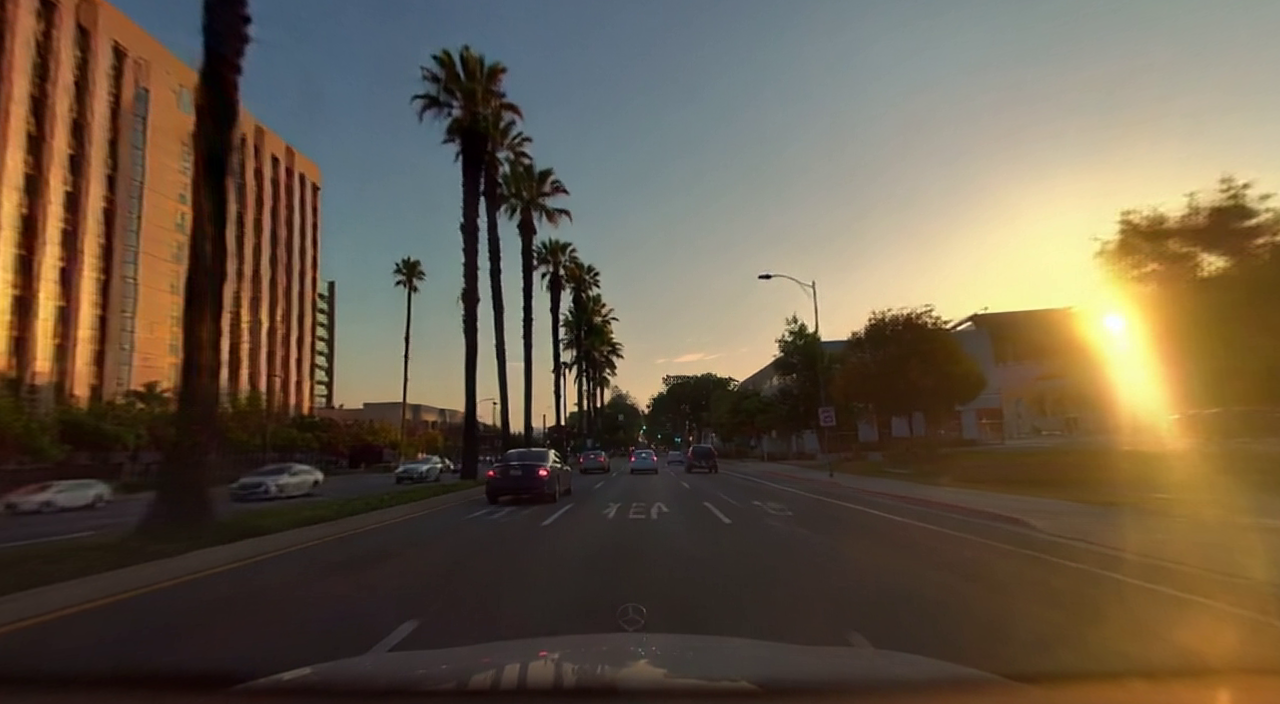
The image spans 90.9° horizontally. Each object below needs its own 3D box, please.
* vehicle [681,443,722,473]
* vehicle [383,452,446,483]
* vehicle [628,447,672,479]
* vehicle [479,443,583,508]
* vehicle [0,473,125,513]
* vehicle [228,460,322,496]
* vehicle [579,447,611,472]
[{"bbox_3d":[3.821,6.719,40.075,2.108,1.785,4.334,0,-9,-1],"label":"vehicle"},{"bbox_3d":[-13.666,7.000,38.495,2.096,1.721,4.628,0,-9,1],"label":"vehicle"},{"bbox_3d":[0.488,5.656,32.368,2.147,1.507,3.953,0,-9,0],"label":"vehicle"},{"bbox_3d":[-2.767,3.244,17.103,1.908,1.505,4.369,-1,-9,2],"label":"vehicle"},{"bbox_3d":[-27.024,6.501,29.395,1.875,1.467,4.747,0,-9,1],"label":"vehicle"},{"bbox_3d":[-17.370,5.987,30.237,1.870,1.511,4.358,0,-9,0],"label":"vehicle"},{"bbox_3d":[-3.250,7.892,46.539,2.168,1.719,4.283,0,-9,-2],"label":"vehicle"}]
